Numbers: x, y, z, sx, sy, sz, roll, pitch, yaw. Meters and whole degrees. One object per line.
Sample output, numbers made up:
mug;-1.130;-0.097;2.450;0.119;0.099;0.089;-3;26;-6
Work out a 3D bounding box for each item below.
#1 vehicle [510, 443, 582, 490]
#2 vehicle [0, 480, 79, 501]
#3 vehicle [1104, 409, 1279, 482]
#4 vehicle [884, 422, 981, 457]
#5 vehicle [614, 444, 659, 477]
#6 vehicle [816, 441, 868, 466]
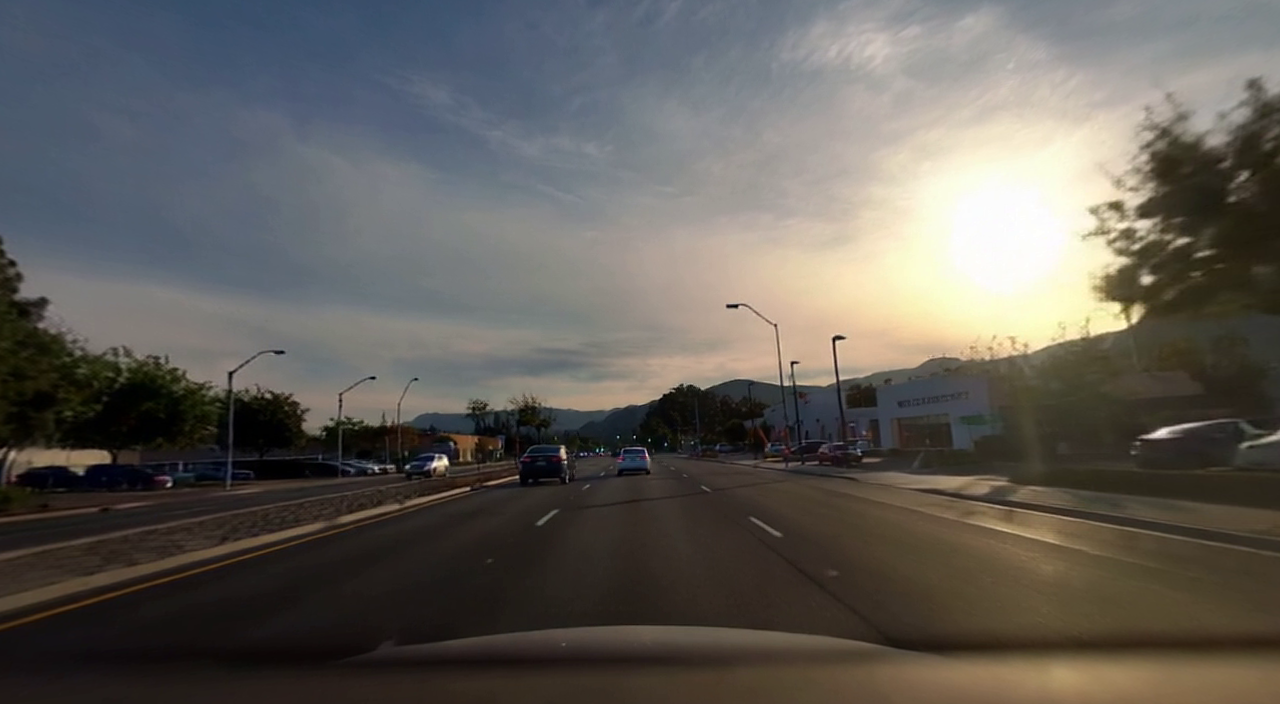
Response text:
vehicle;-3.283;4.068;22.790;1.939;1.496;4.309;0;-9;0
vehicle;-45.245;10.434;47.437;4.184;1.450;1.871;-1;-9;1
vehicle;14.456;2.288;15.476;4.464;1.643;2.001;0;-9;-1
vehicle;19.876;5.999;43.085;5.511;2.262;2.351;-2;-9;14
vehicle;-0.178;5.195;30.405;2.019;1.459;4.005;0;-9;0
vehicle;13.181;6.651;41.398;1.914;1.523;4.747;-1;-9;2
